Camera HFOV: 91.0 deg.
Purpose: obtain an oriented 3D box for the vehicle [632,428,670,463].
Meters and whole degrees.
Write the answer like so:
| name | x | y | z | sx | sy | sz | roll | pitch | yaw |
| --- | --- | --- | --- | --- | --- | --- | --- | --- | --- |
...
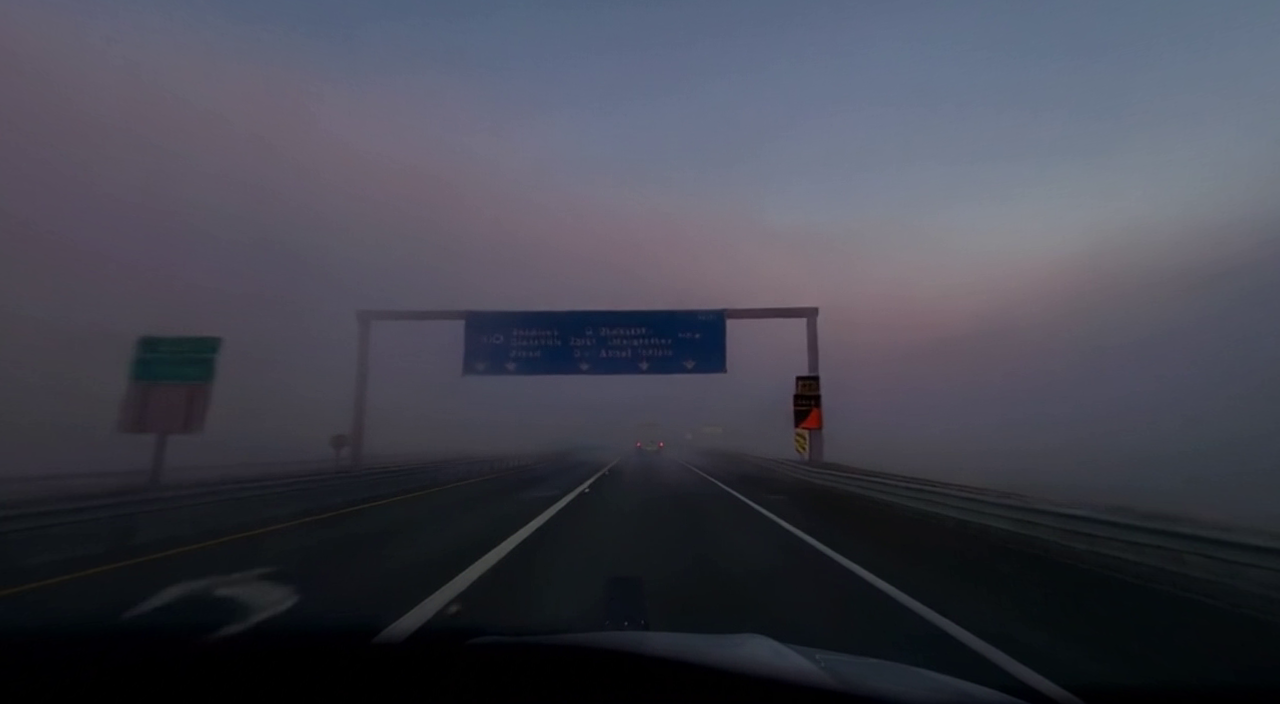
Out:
| name | x | y | z | sx | sy | sz | roll | pitch | yaw |
| --- | --- | --- | --- | --- | --- | --- | --- | --- | --- |
| vehicle | 0.730 | 6.100 | 41.049 | 2.277 | 2.109 | 4.922 | 0 | -8 | 1 |
